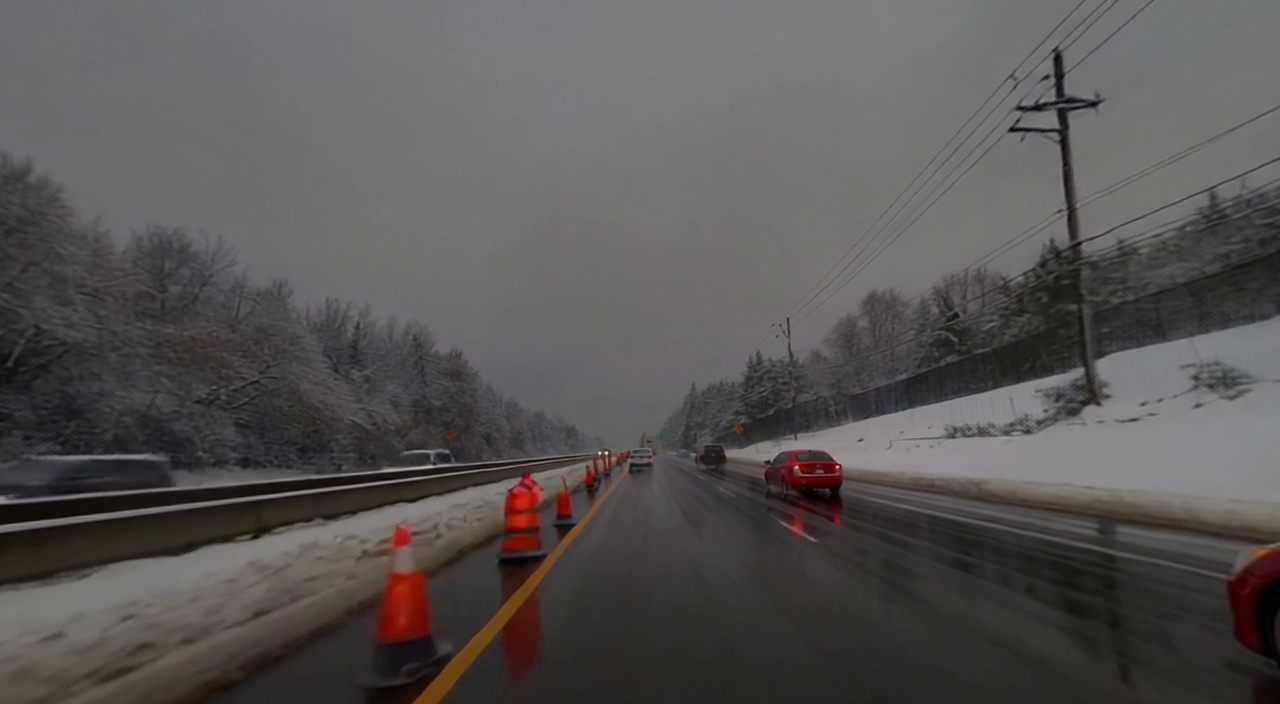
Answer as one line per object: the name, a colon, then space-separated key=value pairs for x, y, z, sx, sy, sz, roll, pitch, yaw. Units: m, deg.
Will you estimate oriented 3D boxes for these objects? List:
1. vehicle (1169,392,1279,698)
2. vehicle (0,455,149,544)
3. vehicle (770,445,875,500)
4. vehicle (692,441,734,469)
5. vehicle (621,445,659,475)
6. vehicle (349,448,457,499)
vehicle: x=4.287 y=0.752 z=1.584 sx=1.997 sy=1.568 sz=4.529 roll=0 pitch=-8 yaw=1
vehicle: x=-12.158 y=2.779 z=12.061 sx=2.129 sy=1.471 sz=4.192 roll=-2 pitch=-8 yaw=1
vehicle: x=5.227 y=3.481 z=18.634 sx=1.881 sy=1.409 sz=4.016 roll=0 pitch=-8 yaw=0
vehicle: x=5.381 y=7.723 z=47.463 sx=2.559 sy=1.943 sz=5.610 roll=0 pitch=-8 yaw=1
vehicle: x=0.008 y=6.179 z=36.386 sx=2.096 sy=1.583 sz=4.150 roll=0 pitch=-8 yaw=0
vehicle: x=-8.136 y=4.172 z=22.188 sx=1.856 sy=1.539 sz=4.679 roll=-1 pitch=-8 yaw=2
